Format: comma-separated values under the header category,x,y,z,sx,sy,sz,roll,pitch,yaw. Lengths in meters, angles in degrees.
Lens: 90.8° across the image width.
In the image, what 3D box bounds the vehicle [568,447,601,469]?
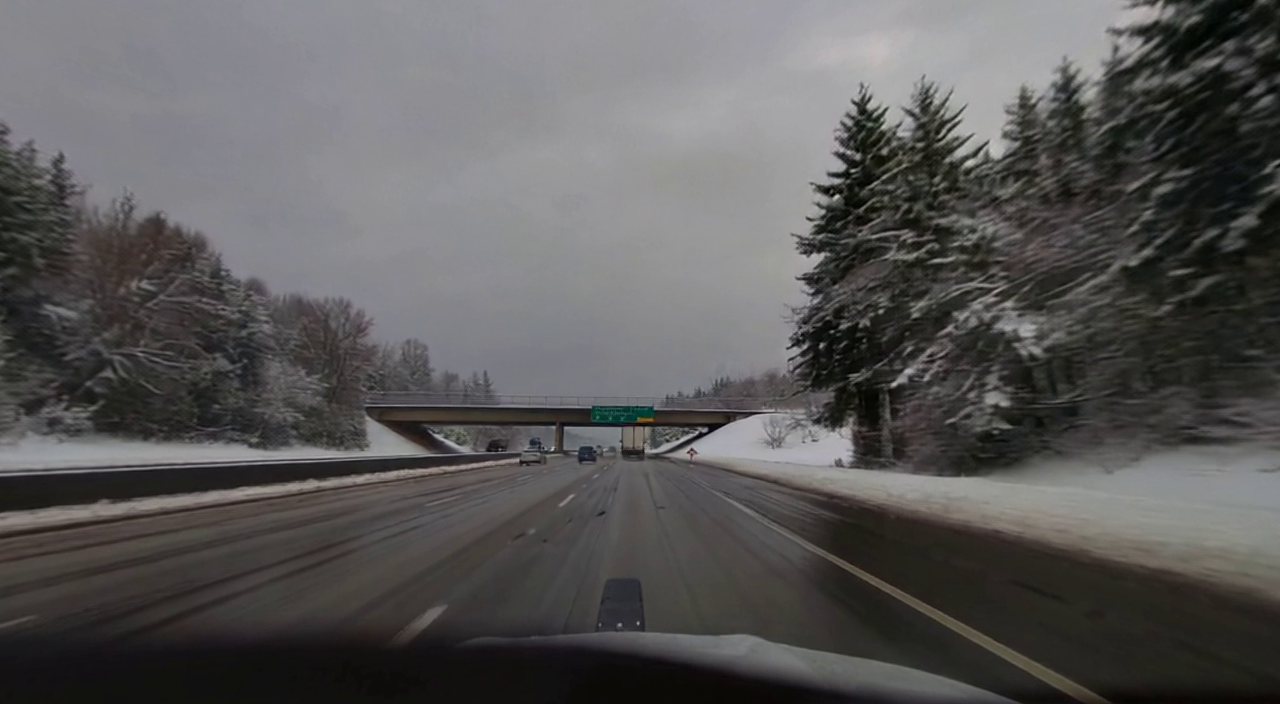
category,x,y,z,sx,sy,sz,roll,pitch,yaw
vehicle,-3.886,7.459,44.719,2.073,1.472,4.091,0,-9,-1

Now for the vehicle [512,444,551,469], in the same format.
category,x,y,z,sx,sy,sz,roll,pitch,yaw
vehicle,-7.498,7.253,44.091,2.014,1.633,4.090,0,-9,-1
